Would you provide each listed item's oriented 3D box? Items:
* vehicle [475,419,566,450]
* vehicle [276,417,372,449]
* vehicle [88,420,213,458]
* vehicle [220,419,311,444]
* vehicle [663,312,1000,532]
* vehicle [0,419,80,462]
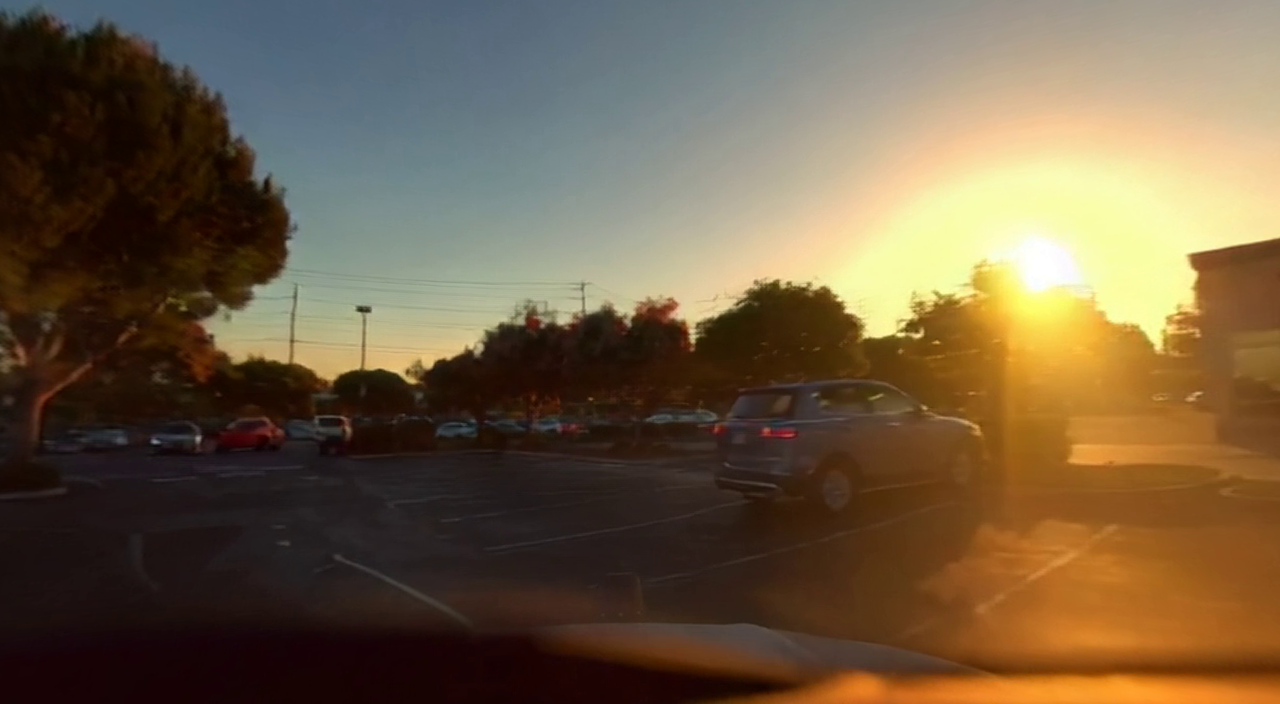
[{"bbox_3d":[-5.843,4.110,31.265,4.106,1.449,1.760,7,-12,-43],"label":"vehicle"},{"bbox_3d":[-18.519,4.722,37.197,1.981,1.687,4.660,-7,-8,44],"label":"vehicle"},{"bbox_3d":[-24.419,4.292,31.631,4.666,1.634,1.816,5,-7,-43],"label":"vehicle"},{"bbox_3d":[-23.960,5.148,40.564,1.839,1.484,4.601,-8,-11,40],"label":"vehicle"},{"bbox_3d":[2.971,1.063,9.082,5.237,2.257,2.200,7,-11,-43],"label":"vehicle"},{"bbox_3d":[-28.240,3.996,28.060,4.939,1.664,2.055,3,-13,-43],"label":"vehicle"}]
